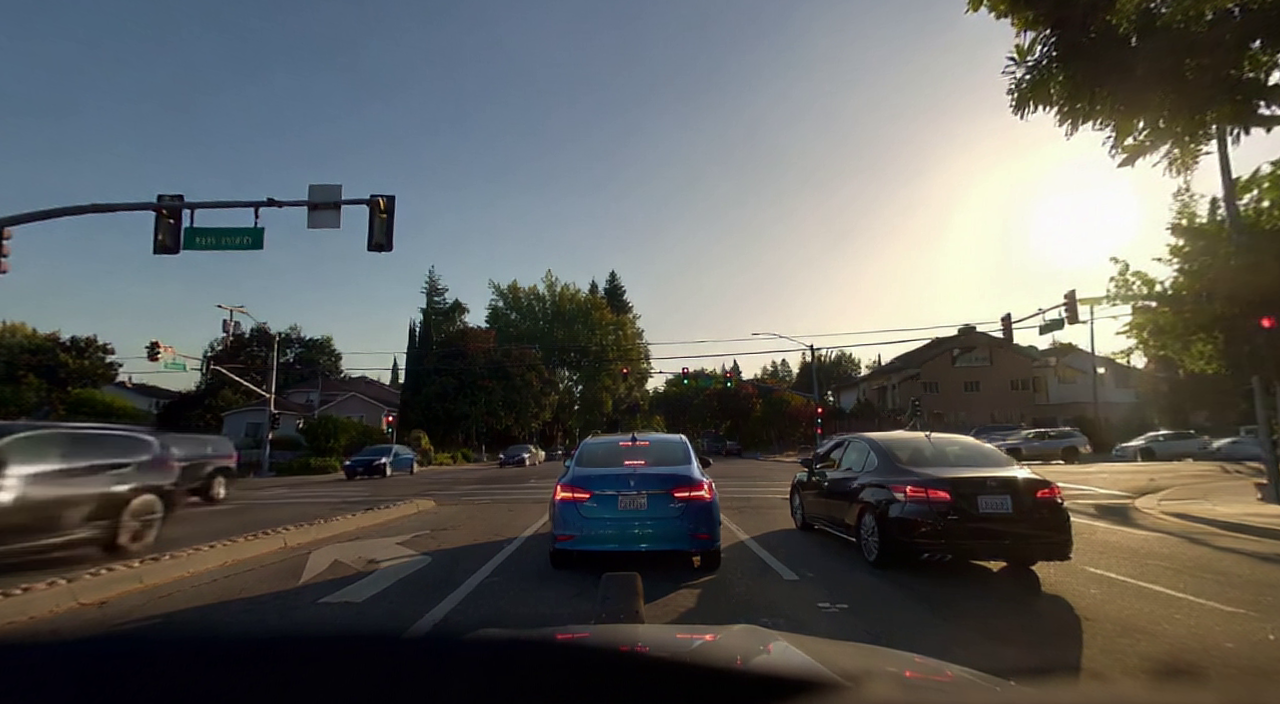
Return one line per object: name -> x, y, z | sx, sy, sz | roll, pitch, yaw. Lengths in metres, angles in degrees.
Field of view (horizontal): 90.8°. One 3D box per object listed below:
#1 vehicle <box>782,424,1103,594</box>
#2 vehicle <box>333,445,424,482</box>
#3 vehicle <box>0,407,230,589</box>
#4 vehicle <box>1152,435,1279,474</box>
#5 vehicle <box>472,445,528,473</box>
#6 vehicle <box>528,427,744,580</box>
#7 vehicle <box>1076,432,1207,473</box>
vehicle -> 3.177, 1.717, 7.764 | 1.913, 1.505, 4.097 | 0, -8, 0
vehicle -> -11.449, 4.881, 28.028 | 2.125, 1.476, 4.385 | -1, -8, 0
vehicle -> -7.510, 1.581, 7.127 | 2.383, 1.779, 4.973 | 0, -8, 1
vehicle -> 25.395, 4.334, 26.812 | 5.159, 1.600, 2.329 | 0, -9, 2
vehicle -> -7.568, 5.805, 34.530 | 2.040, 1.374, 4.150 | 0, -8, 1
vehicle -> -0.057, 1.782, 8.257 | 2.103, 1.478, 4.073 | 0, -8, 0
vehicle -> 23.978, 4.796, 30.337 | 4.520, 1.762, 2.005 | -1, -8, -1
